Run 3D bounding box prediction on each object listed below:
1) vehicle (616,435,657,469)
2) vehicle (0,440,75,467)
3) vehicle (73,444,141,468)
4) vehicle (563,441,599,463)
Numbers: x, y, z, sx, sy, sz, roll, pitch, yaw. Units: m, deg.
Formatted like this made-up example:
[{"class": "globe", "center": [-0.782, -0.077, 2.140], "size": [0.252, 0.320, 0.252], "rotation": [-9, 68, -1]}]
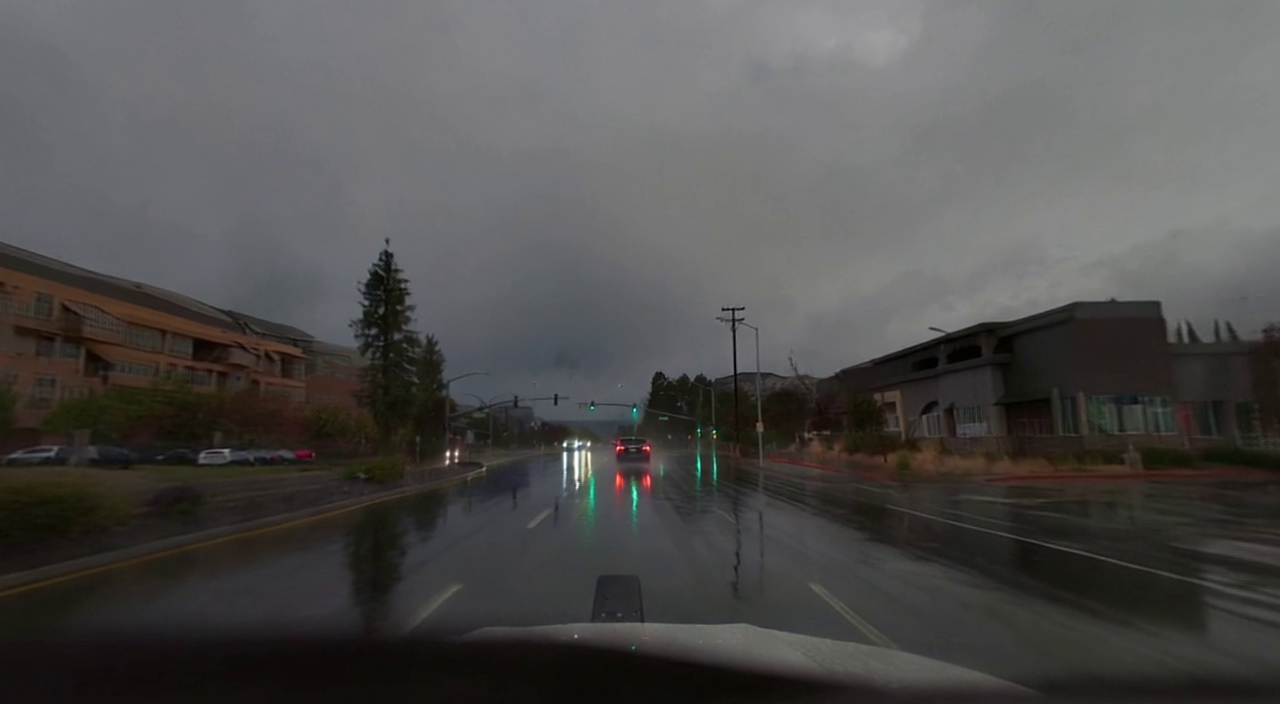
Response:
[{"class": "vehicle", "center": [-0.238, 5.547, 35.231], "size": [2.188, 1.782, 3.982], "rotation": [0, -9, -1]}, {"class": "vehicle", "center": [-47.690, 7.940, 49.430], "size": [2.427, 1.959, 5.505], "rotation": [1, -9, -8]}, {"class": "vehicle", "center": [-39.862, 7.783, 47.431], "size": [2.271, 1.687, 4.754], "rotation": [3, -9, -19]}, {"class": "vehicle", "center": [-4.056, 6.907, 43.766], "size": [2.075, 1.474, 4.367], "rotation": [0, -9, 0]}]
